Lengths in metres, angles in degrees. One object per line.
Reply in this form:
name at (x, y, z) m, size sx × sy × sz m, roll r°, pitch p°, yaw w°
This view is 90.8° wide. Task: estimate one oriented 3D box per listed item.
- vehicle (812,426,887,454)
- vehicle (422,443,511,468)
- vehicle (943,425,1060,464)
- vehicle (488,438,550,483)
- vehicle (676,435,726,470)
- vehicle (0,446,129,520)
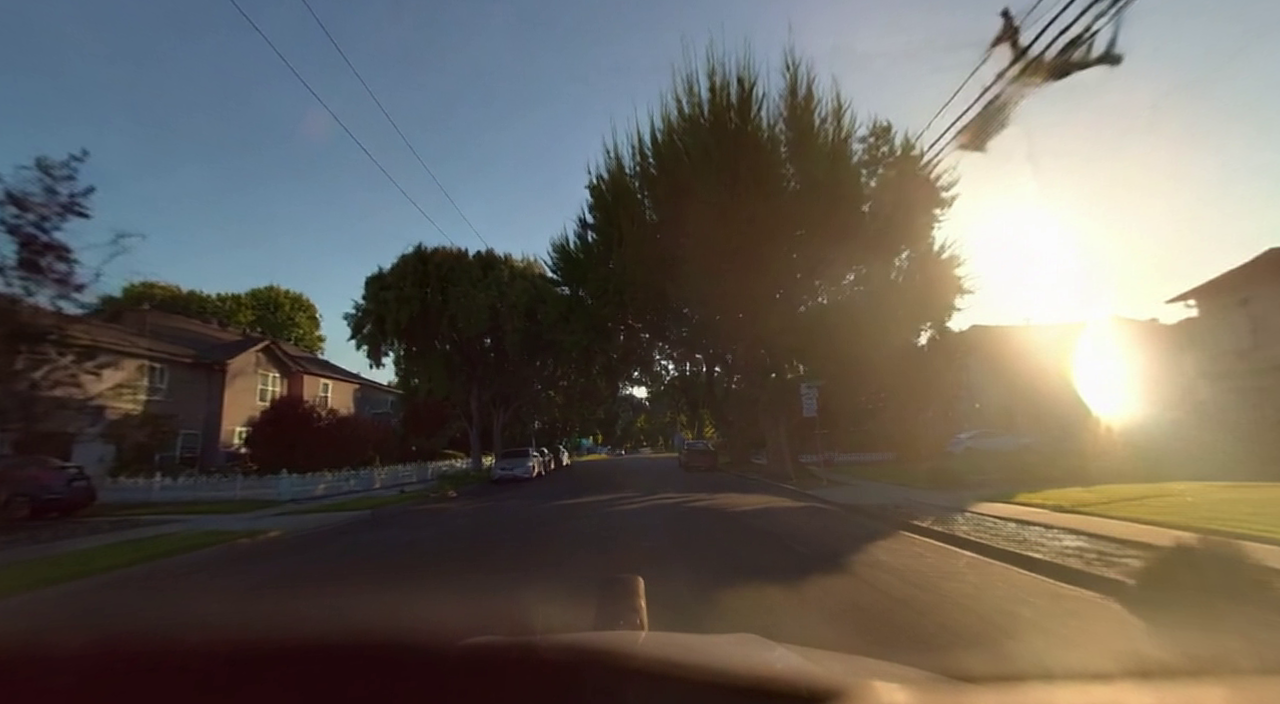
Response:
vehicle at (15.203, 6.428, 45.969) m, size 4.612 × 1.916 × 2.159 m, roll 0°, pitch -9°, yaw -2°
vehicle at (-13.308, 7.978, 48.804) m, size 6.224 × 1.862 × 2.312 m, roll 0°, pitch -8°, yaw 0°
vehicle at (17.268, 4.441, 30.373) m, size 4.268 × 1.788 × 2.156 m, roll 0°, pitch -9°, yaw 1°
vehicle at (-5.932, 5.323, 31.556) m, size 2.050 × 1.911 × 4.852 m, roll -3°, pitch -7°, yaw 0°
vehicle at (3.670, 6.209, 39.270) m, size 2.407 × 1.948 × 6.408 m, roll 0°, pitch -8°, yaw 0°
vehicle at (-16.097, 3.282, 16.053) m, size 4.402 × 1.741 × 1.951 m, roll 0°, pitch -9°, yaw -1°
